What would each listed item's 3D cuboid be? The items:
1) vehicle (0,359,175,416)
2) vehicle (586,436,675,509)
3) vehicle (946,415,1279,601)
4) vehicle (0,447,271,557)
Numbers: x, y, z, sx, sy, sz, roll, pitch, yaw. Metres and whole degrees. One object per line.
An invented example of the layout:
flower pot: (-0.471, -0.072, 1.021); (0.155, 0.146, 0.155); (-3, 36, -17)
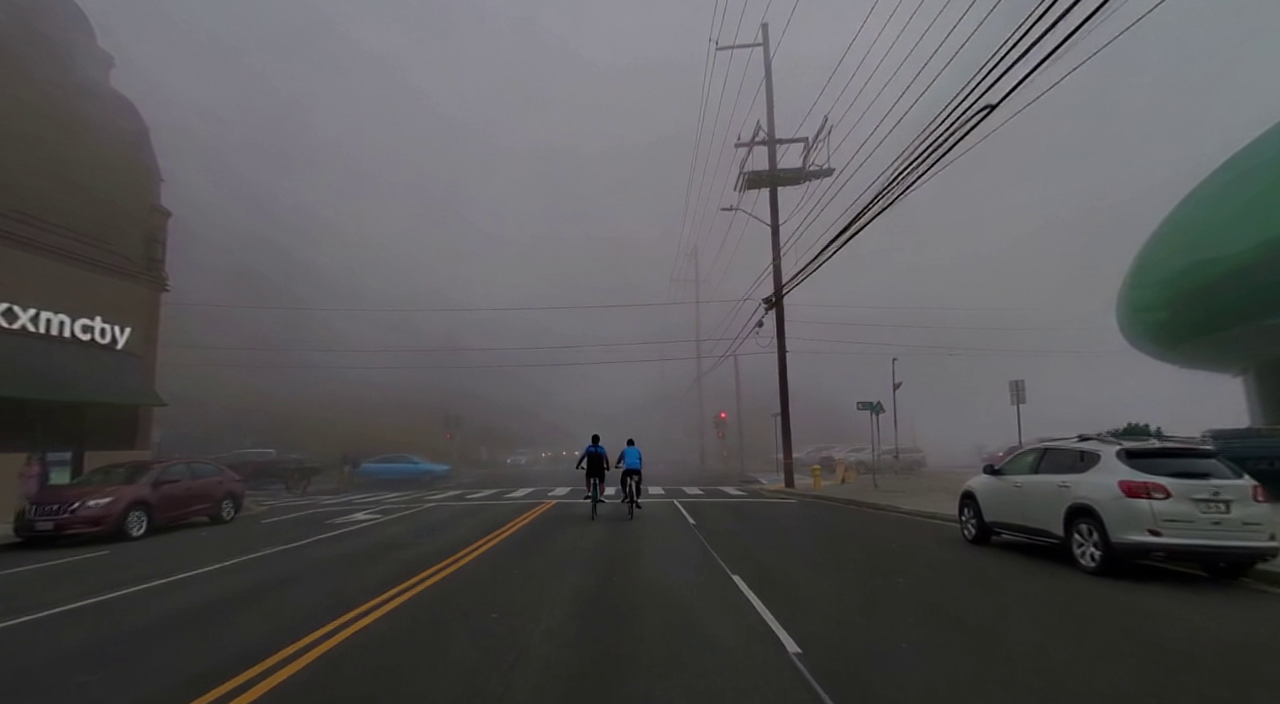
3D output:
vehicle: (-17.100, 1.144, 19.699); (3.685, 1.584, 1.708); (1, -9, -3)
vehicle: (-0.189, 3.284, 17.665); (2.190, 1.783, 4.048); (0, -8, 1)
vehicle: (5.822, 1.749, 7.945); (1.873, 1.714, 3.979); (0, -8, -1)
vehicle: (-10.234, 2.918, 13.228); (2.075, 1.816, 4.900); (0, -8, -1)
